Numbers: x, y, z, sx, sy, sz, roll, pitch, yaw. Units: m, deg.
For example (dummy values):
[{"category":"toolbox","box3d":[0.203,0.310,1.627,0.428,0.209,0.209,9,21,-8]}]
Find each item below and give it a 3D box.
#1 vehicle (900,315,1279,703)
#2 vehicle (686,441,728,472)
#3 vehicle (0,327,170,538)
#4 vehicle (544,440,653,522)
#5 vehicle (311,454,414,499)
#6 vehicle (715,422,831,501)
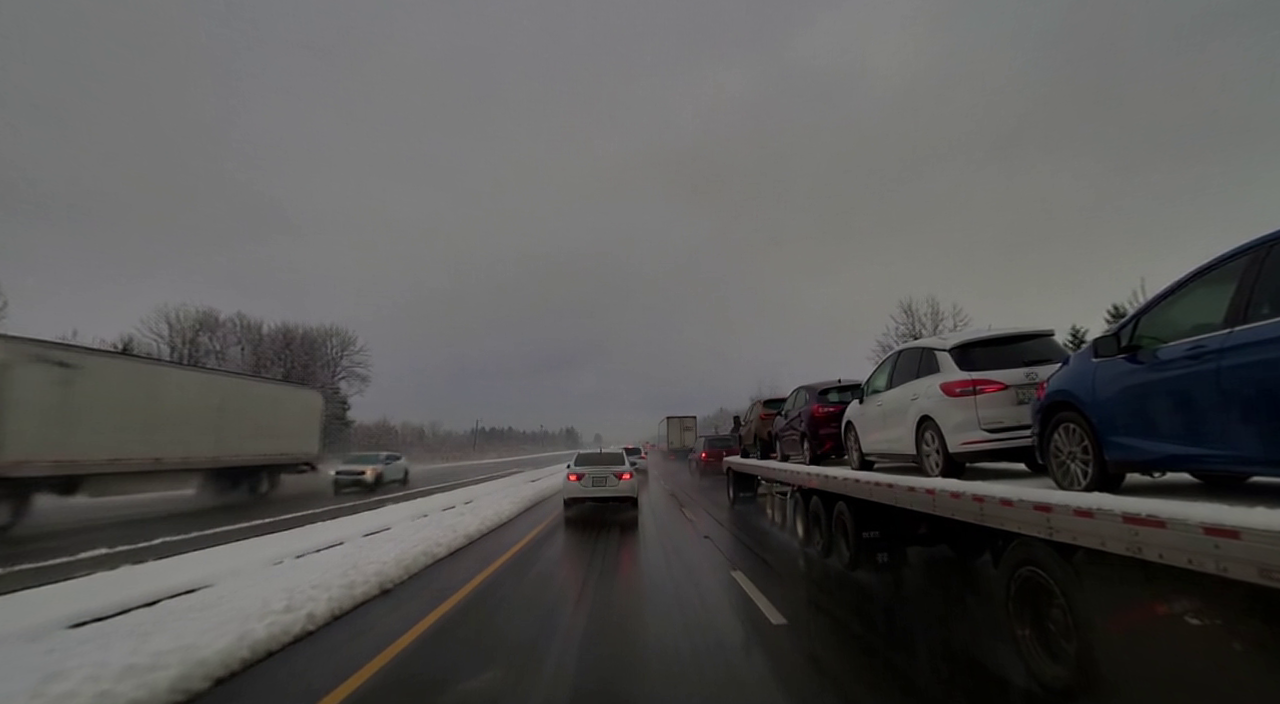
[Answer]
[{"category":"vehicle","box3d":[3.466,0.951,3.691,1.959,1.783,4.407,0,-9,0]},{"category":"vehicle","box3d":[3.791,6.040,36.545,1.938,1.660,4.223,0,-9,0]},{"category":"vehicle","box3d":[-15.419,1.983,15.185,3.230,4.500,5.937,0,-9,1]},{"category":"vehicle","box3d":[-0.737,2.659,13.422,1.991,1.466,3.675,0,-9,0]},{"category":"vehicle","box3d":[-11.017,4.944,25.394,2.221,1.639,4.105,0,-9,0]},{"category":"vehicle","box3d":[3.487,2.981,17.374,2.303,1.889,3.920,0,-9,0]}]
